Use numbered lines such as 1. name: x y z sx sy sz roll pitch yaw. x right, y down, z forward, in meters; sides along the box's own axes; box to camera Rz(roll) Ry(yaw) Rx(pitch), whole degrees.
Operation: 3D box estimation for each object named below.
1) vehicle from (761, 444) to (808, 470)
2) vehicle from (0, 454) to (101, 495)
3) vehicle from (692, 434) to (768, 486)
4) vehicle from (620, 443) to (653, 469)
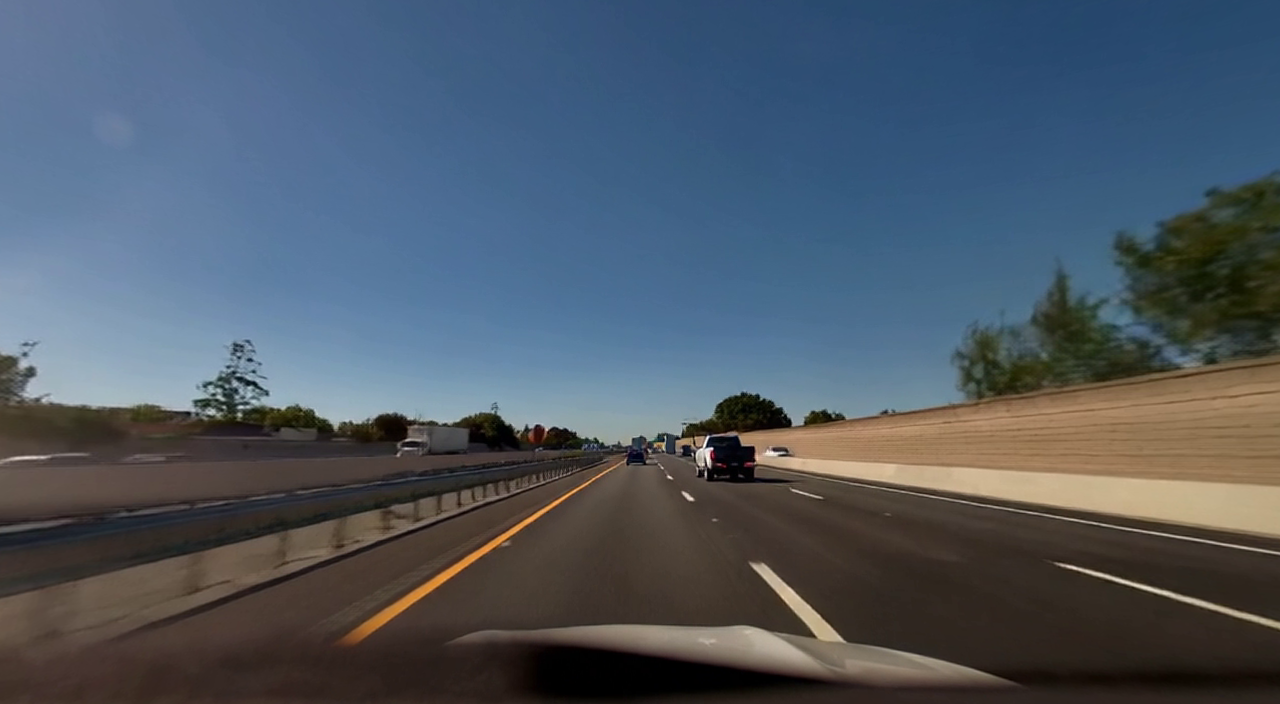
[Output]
1. vehicle: 10.610 7.745 46.589 2.161 1.824 4.876 1 -9 -1
2. vehicle: -25.600 5.068 26.333 1.896 1.549 4.654 0 -9 1
3. vehicle: 3.405 4.227 24.860 2.269 1.839 4.554 1 -9 -1
4. vehicle: -0.214 7.120 43.044 2.142 1.664 4.076 0 -9 0
